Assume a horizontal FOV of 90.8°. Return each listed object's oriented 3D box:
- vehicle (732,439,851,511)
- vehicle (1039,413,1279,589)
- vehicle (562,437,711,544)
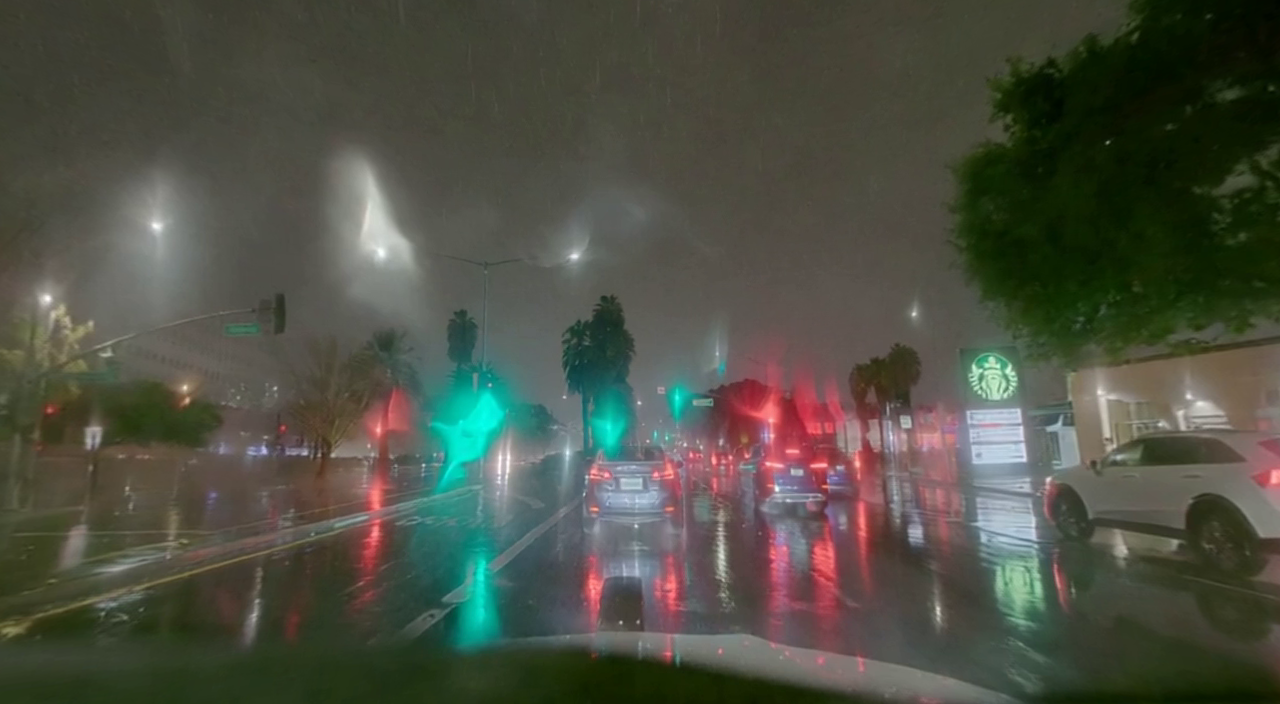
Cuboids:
[{"bbox_3d":[3.605,2.989,15.870,1.892,1.532,4.177,0,-8,-1],"label":"vehicle"},{"bbox_3d":[7.093,1.644,7.502,1.940,1.674,4.085,0,-8,-1],"label":"vehicle"},{"bbox_3d":[-0.080,2.260,10.956,2.110,1.487,3.873,0,-8,-1],"label":"vehicle"}]
